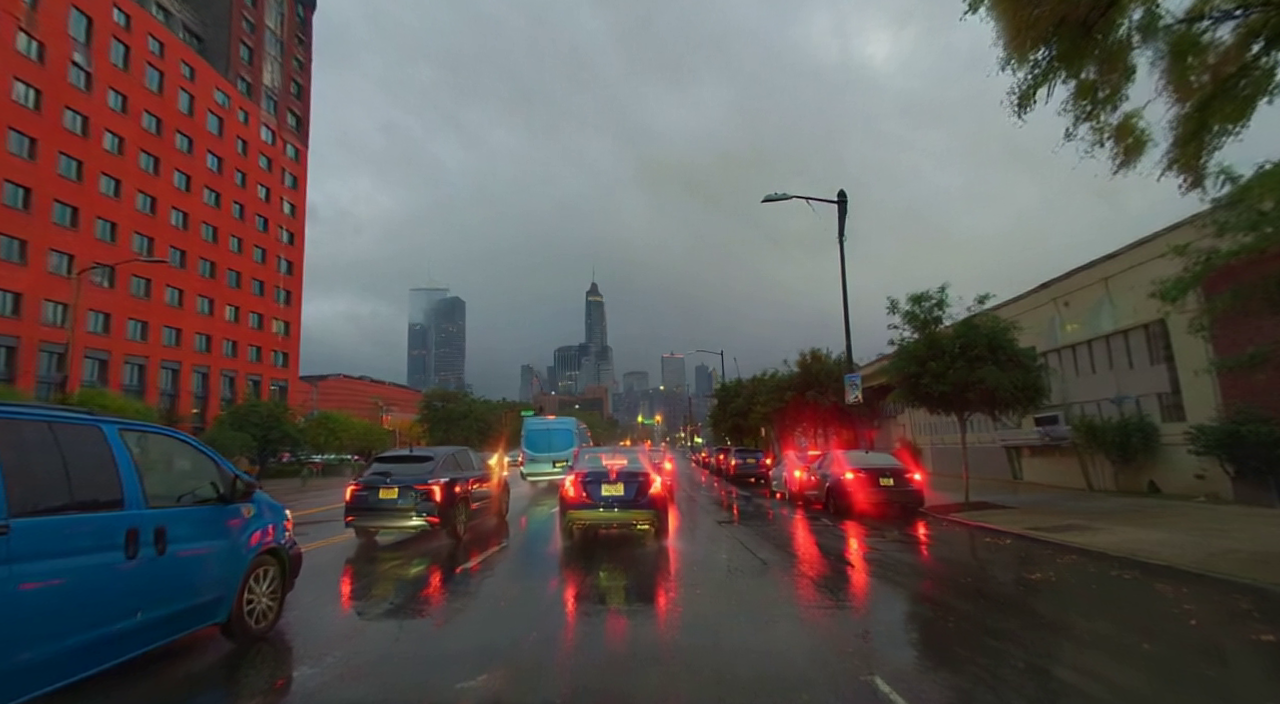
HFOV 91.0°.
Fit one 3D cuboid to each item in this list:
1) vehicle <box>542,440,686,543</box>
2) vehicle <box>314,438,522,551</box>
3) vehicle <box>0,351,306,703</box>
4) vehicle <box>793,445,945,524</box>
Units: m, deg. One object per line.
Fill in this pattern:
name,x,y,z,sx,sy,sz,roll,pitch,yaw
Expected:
vehicle,-0.384,2.417,11.573,2.152,1.518,4.113,0,-9,0
vehicle,-3.532,2.332,11.087,1.995,1.554,4.426,0,-9,1
vehicle,-3.718,0.866,2.496,2.140,1.768,4.685,0,-9,1
vehicle,4.906,2.858,14.196,1.832,1.491,4.054,1,-9,-1
